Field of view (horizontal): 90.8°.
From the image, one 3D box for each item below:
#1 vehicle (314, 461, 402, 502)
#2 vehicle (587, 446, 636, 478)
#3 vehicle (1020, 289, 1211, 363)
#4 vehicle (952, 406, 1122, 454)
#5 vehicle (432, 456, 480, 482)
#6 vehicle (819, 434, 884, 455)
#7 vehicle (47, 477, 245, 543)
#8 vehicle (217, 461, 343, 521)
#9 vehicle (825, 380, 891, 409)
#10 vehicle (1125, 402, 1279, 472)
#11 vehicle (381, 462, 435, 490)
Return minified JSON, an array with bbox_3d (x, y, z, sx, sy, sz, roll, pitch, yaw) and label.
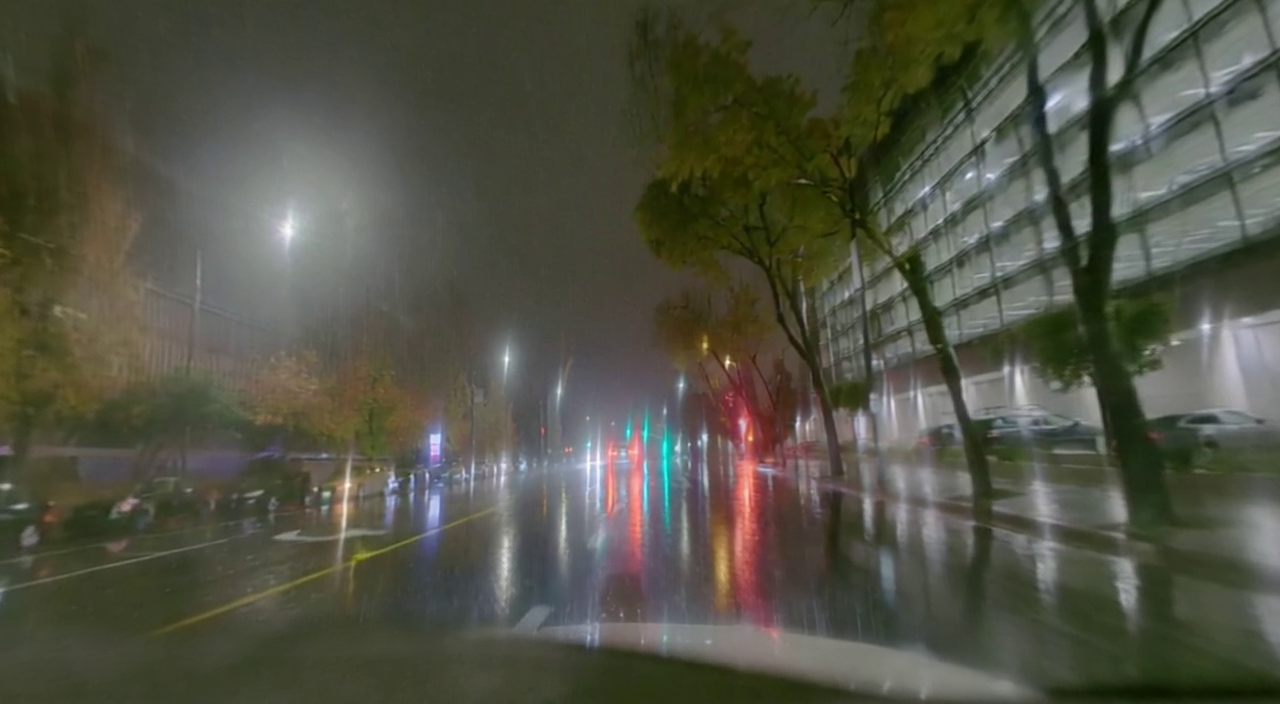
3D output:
[{"bbox_3d":[-13.692,6.283,31.036,1.984,1.635,4.525,-3,-9,4],"label":"vehicle"},{"bbox_3d":[-1.302,5.306,30.812,2.051,1.454,4.132,0,-8,2],"label":"vehicle"},{"bbox_3d":[13.270,-0.684,17.829,3.826,1.601,1.807,-3,-8,0],"label":"vehicle"},{"bbox_3d":[14.129,2.847,22.783,4.619,1.626,2.121,-1,-8,5],"label":"vehicle"},{"bbox_3d":[-13.258,8.431,45.718,1.997,1.668,4.084,-1,-8,4],"label":"vehicle"},{"bbox_3d":[14.877,6.539,44.611,3.620,1.412,2.472,0,-9,-1],"label":"vehicle"},{"bbox_3d":[-14.397,4.606,18.869,2.021,1.438,4.616,-3,-9,4],"label":"vehicle"},{"bbox_3d":[-14.220,5.457,25.334,1.917,1.775,5.018,-10,-9,1],"label":"vehicle"},{"bbox_3d":[14.494,2.862,42.258,3.766,1.708,1.810,-2,-10,6],"label":"vehicle"},{"bbox_3d":[13.810,1.954,14.696,3.527,1.496,1.836,0,-7,0],"label":"vehicle"},{"bbox_3d":[-13.523,7.225,37.066,1.646,1.462,3.740,0,-8,1],"label":"vehicle"}]
